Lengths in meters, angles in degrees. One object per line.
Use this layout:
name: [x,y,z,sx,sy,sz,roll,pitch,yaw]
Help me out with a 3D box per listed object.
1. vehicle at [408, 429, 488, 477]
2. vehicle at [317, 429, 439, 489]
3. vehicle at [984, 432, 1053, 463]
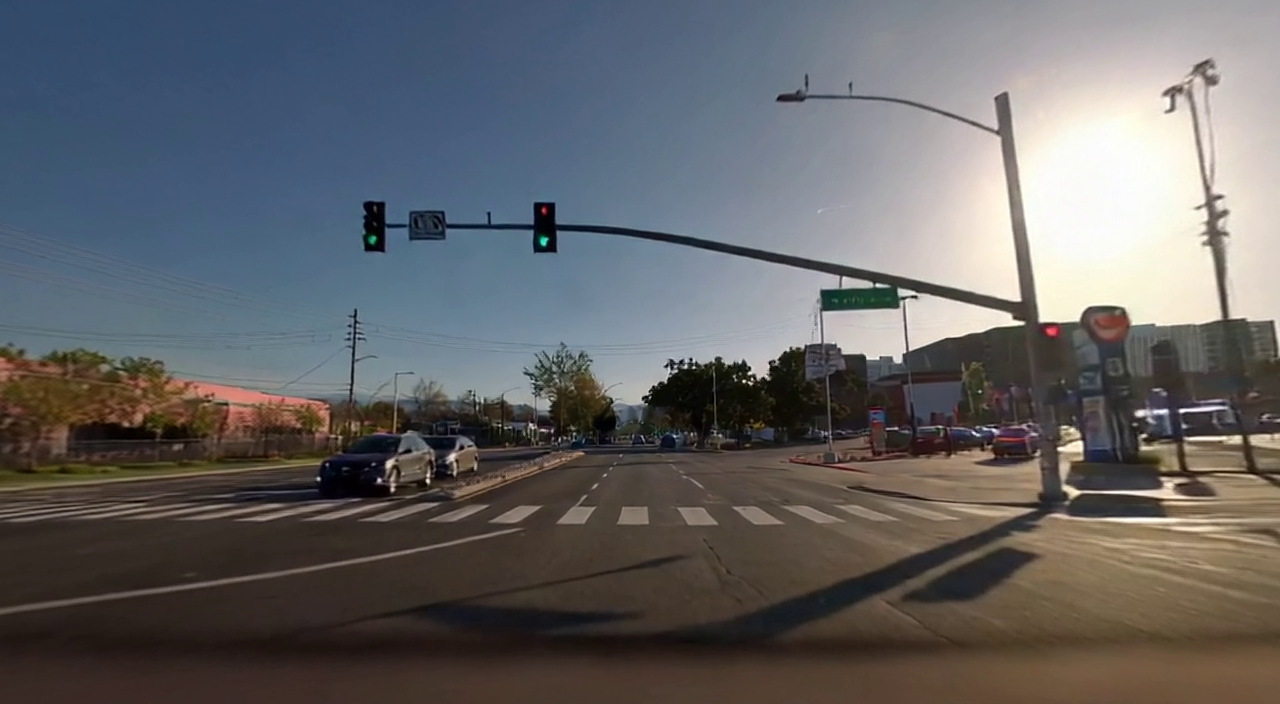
vehicle: [-8.364,4.414,28.032,2.037,1.799,4.928,-3,-7,0]
vehicle: [-8.484,3.479,21.068,1.946,1.710,5.044,-1,-8,0]
vehicle: [20.235,5.075,33.690,2.094,1.488,4.433,-8,-11,43]
